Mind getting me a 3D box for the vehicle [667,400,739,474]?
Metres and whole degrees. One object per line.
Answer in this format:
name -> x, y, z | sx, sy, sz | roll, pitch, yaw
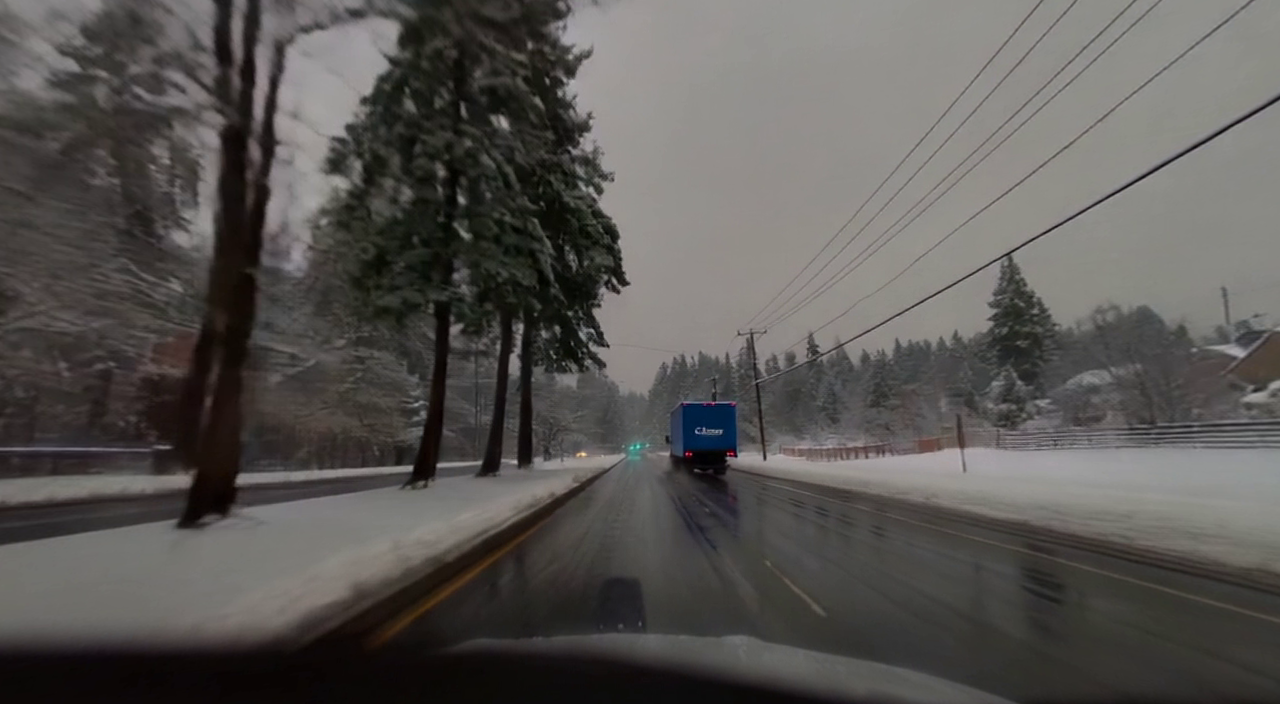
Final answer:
vehicle -> 3.453, 5.115, 37.356 | 2.973, 3.848, 9.336 | 0, -8, -2
